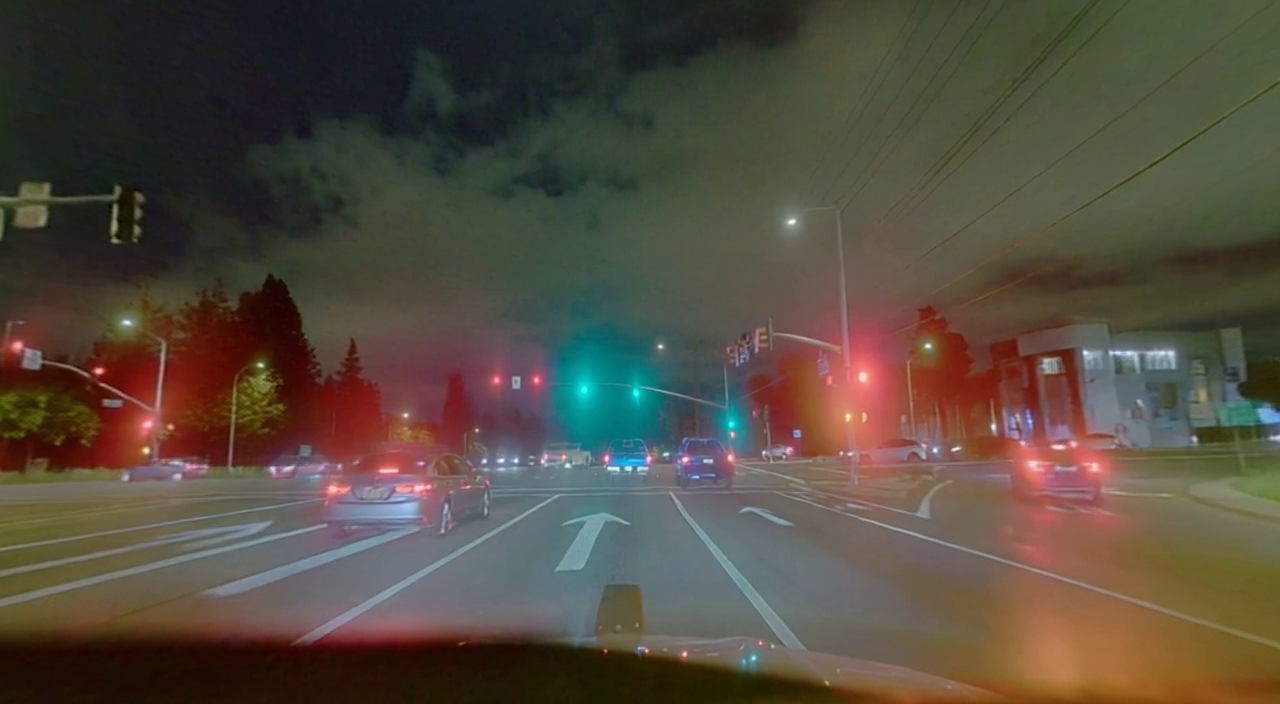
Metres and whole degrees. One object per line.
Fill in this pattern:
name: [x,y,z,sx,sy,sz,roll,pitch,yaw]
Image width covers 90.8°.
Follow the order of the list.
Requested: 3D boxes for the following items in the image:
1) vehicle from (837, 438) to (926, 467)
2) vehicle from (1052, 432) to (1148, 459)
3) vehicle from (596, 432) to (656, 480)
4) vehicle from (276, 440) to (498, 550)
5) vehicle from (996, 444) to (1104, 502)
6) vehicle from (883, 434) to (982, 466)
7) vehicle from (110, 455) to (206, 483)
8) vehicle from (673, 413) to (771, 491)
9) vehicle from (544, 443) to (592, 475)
vehicle: [15.128,6.329,39.690,4.681,1.756,2.109,2,-9,-10]
vehicle: [30.997,6.349,42.643,4.848,1.769,2.301,1,-9,-9]
vehicle: [-0.560,5.072,31.077,2.643,2.145,5.585,0,-9,2]
vehicle: [-4.012,2.318,11.039,1.939,1.494,4.499,0,-9,1]
vehicle: [11.790,3.446,18.476,2.212,1.466,4.126,-5,-10,28]
vehicle: [17.104,5.775,37.045,4.782,1.768,2.152,2,-9,-12]
vehicle: [-27.367,6.610,35.902,4.675,1.471,2.076,-3,-9,21]
vehicle: [2.966,3.938,25.095,2.905,2.636,6.895,0,-9,-1]
vehicle: [-4.234,6.406,38.071,2.273,1.749,4.385,0,-9,1]
